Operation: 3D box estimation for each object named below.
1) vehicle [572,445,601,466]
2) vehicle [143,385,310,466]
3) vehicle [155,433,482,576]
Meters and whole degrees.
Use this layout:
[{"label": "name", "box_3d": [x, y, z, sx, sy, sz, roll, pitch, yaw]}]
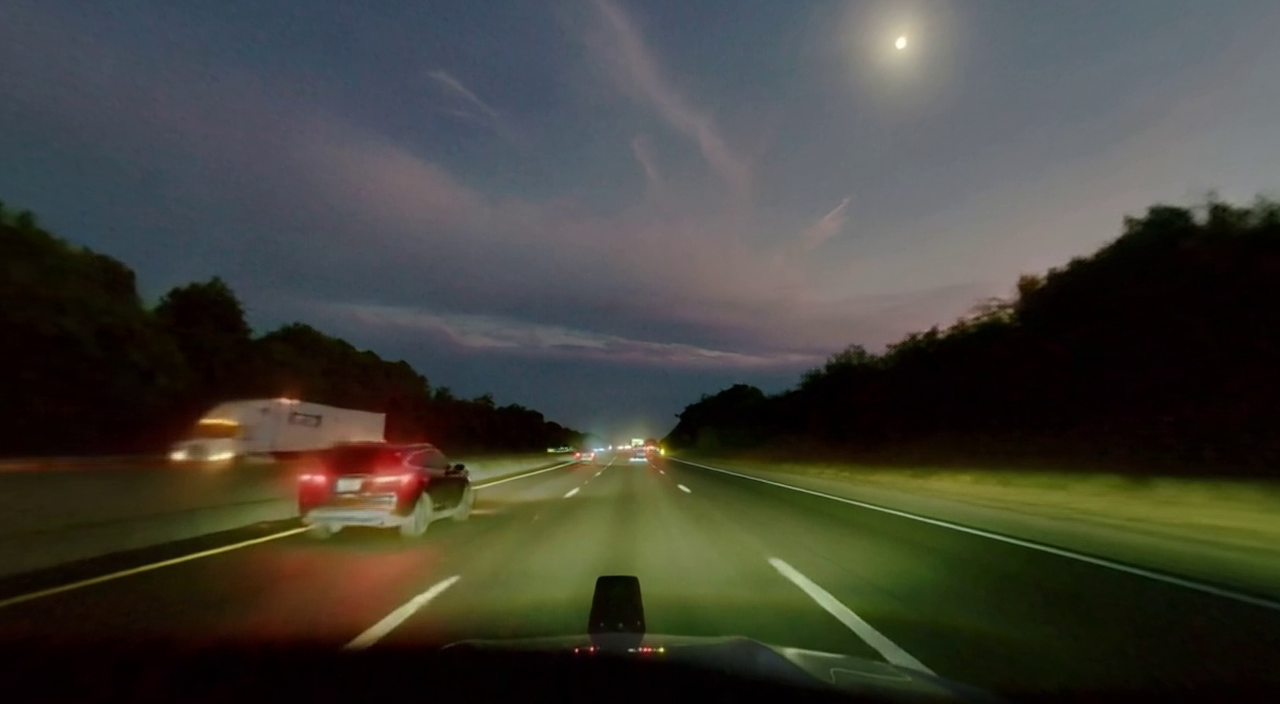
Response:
[{"label": "vehicle", "box_3d": [-4.168, 8.133, 49.575, 2.022, 1.513, 4.613, 0, -9, -1]}, {"label": "vehicle", "box_3d": [-21.239, 4.011, 33.223, 3.124, 3.721, 8.270, 0, -9, 0]}, {"label": "vehicle", "box_3d": [-3.957, 1.959, 8.963, 2.169, 1.473, 4.631, 0, -9, 0]}]
